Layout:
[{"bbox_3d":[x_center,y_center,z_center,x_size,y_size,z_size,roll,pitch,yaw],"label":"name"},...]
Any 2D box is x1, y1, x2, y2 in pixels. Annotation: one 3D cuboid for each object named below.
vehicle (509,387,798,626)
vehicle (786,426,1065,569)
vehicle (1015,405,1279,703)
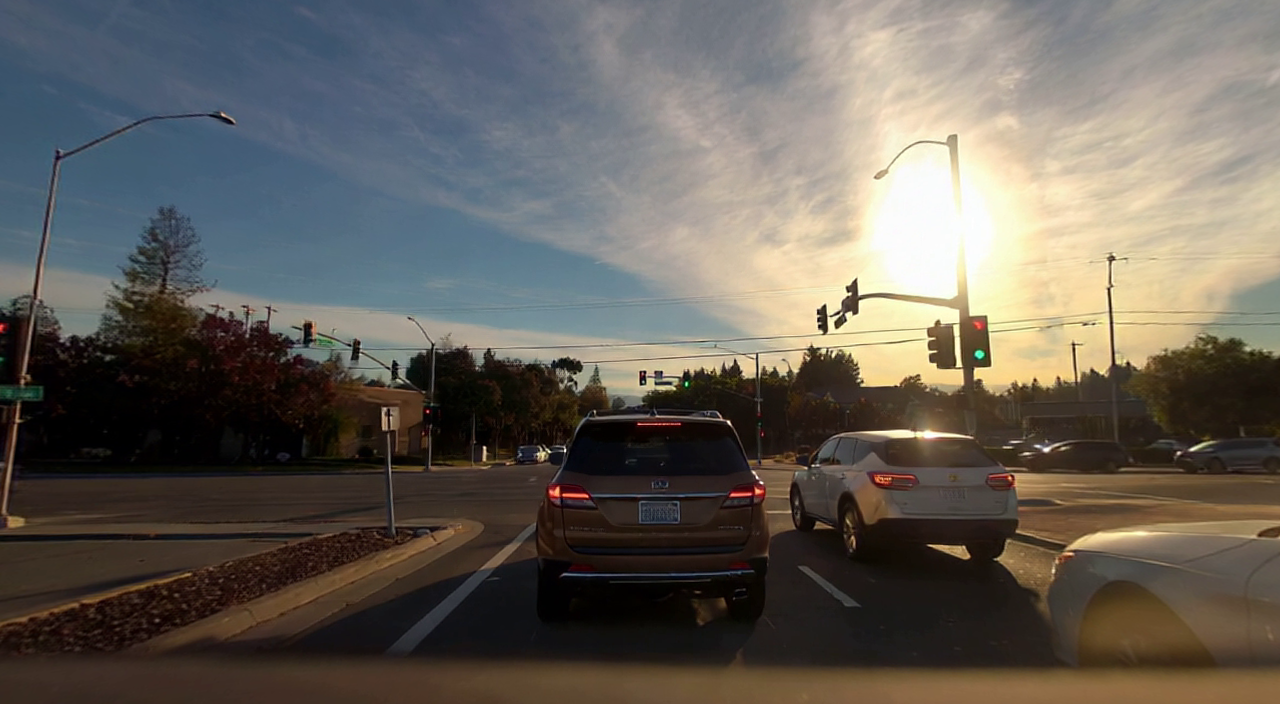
[{"bbox_3d":[0.103,1.493,7.067,2.170,1.793,4.468,0,-8,0],"label":"vehicle"},{"bbox_3d":[3.524,1.859,8.863,1.861,1.495,4.215,0,-8,-1],"label":"vehicle"},{"bbox_3d":[3.161,0.814,1.433,1.924,1.466,4.461,0,-8,1],"label":"vehicle"}]
